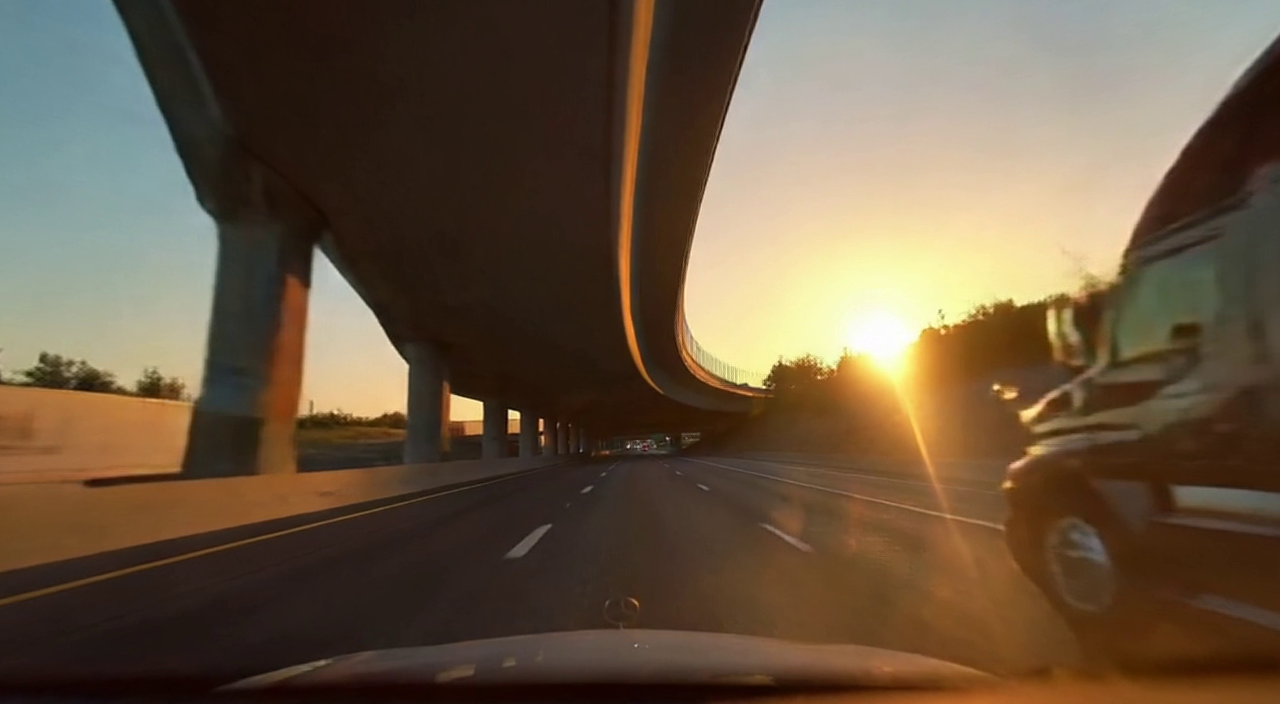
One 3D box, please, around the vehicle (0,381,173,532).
[{"bbox_3d":[-20.434,3.071,18.351,3.091,4.397,13.932,0,-9,-1],"label":"vehicle"}]
